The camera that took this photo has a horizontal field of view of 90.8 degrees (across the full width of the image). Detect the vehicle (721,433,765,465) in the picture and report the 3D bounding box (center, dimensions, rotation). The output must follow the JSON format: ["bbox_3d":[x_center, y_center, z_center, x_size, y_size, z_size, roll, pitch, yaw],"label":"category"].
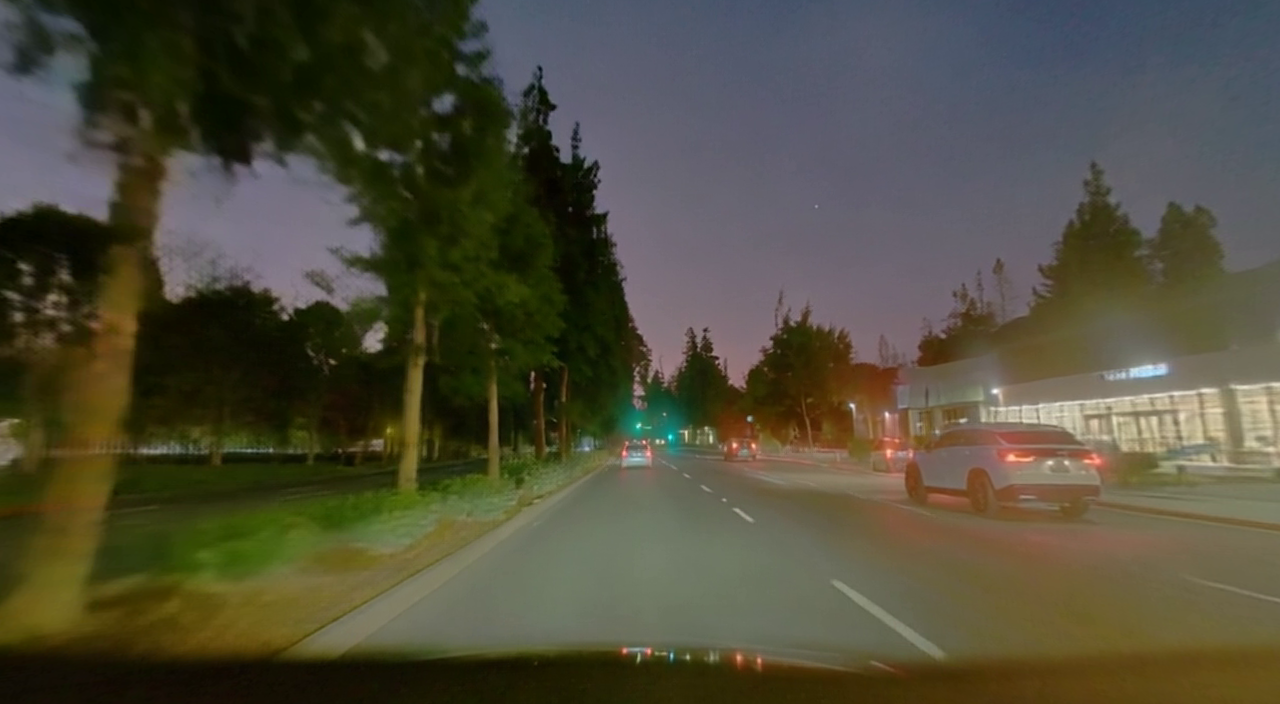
[{"bbox_3d":[6.388,6.051,39.531,1.955,1.845,4.538,0,-8,0],"label":"vehicle"}]

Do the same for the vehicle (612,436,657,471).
[{"bbox_3d":[-0.265,4.864,30.546,2.037,1.568,3.693,0,-8,0],"label":"vehicle"}]

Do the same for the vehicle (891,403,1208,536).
[{"bbox_3d":[7.107,2.120,12.101,2.240,1.923,5.678,0,-8,0],"label":"vehicle"}]
